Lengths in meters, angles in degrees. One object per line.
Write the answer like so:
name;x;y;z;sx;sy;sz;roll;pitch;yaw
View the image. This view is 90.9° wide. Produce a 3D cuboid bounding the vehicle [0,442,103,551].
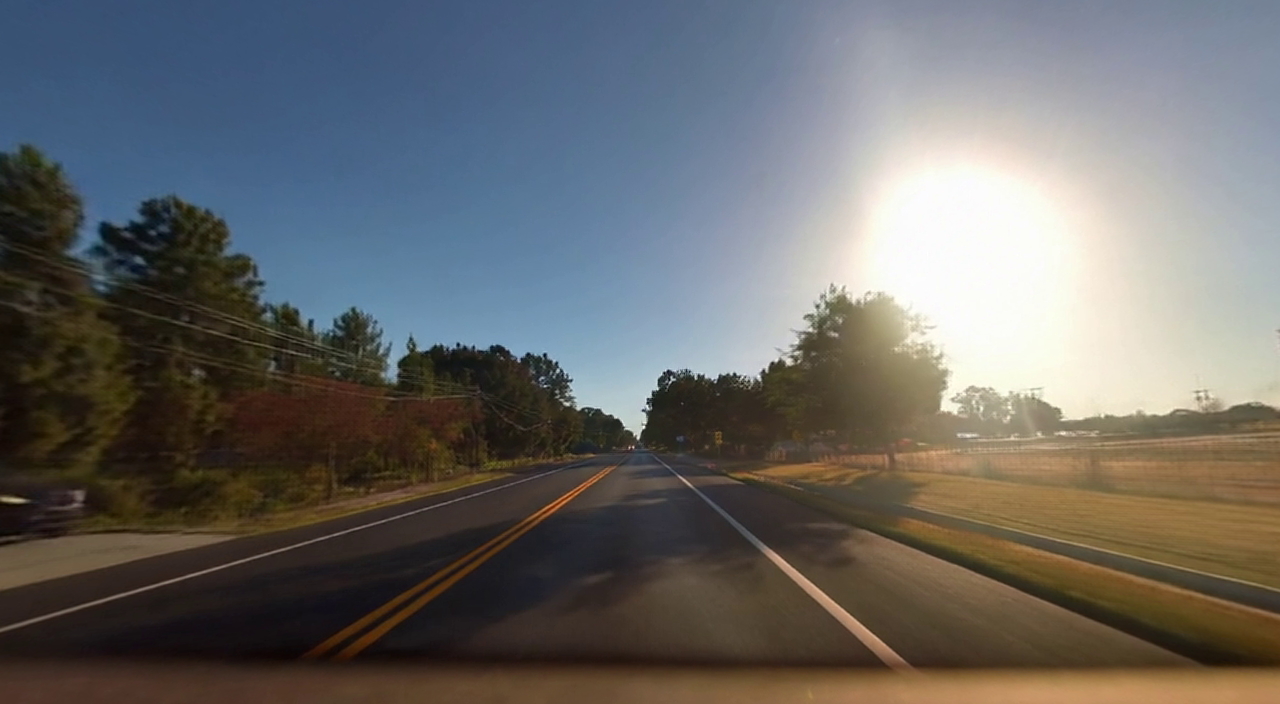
vehicle;-12.894;2.483;11.111;4.813;1.763;2.048;0;-9;-2
